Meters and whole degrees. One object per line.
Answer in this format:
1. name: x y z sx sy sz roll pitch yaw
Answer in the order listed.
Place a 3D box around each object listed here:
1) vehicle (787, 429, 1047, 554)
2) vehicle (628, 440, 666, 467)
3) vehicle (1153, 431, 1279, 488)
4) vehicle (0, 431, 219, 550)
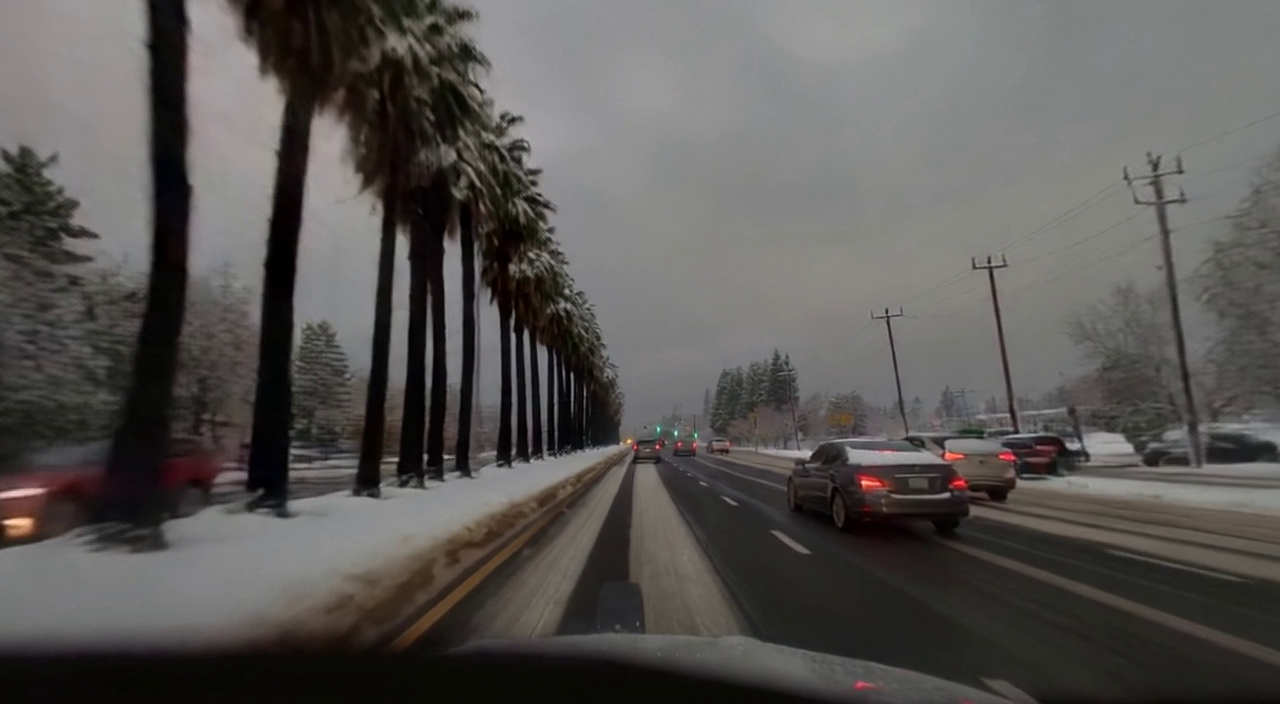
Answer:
1. vehicle: 3.783 1.963 9.701 1.875 1.452 4.453 0 -8 -2
2. vehicle: 0.342 5.818 36.441 2.031 1.444 4.361 0 -8 -2
3. vehicle: 21.667 3.876 23.080 1.945 1.838 4.603 0 -8 0
4. vehicle: -10.660 2.442 11.853 2.238 1.766 4.710 -1 -8 0
